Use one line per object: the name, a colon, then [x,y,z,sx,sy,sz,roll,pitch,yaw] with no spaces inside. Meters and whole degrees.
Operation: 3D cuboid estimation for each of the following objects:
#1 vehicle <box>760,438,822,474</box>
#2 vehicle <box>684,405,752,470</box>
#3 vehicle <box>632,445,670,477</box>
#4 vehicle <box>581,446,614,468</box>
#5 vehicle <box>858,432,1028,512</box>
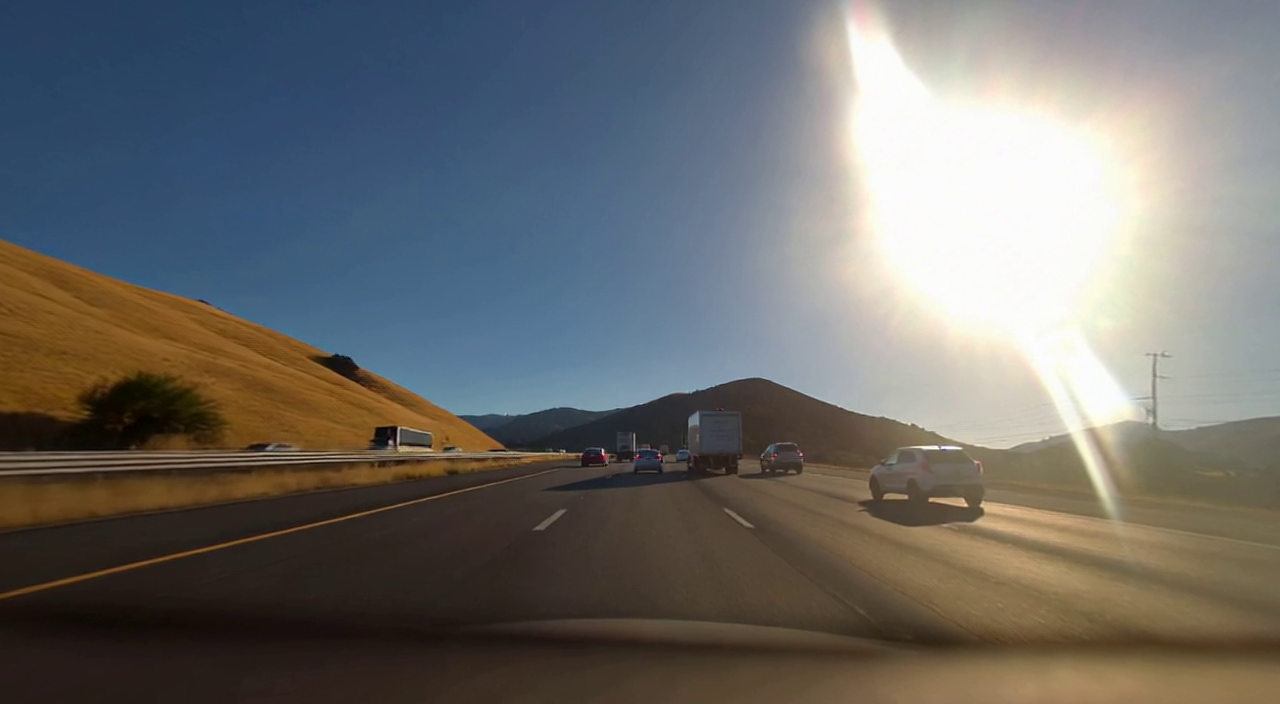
vehicle: [8.006,5.548,33.862,2.143,1.775,4.729,0,-9,0]
vehicle: [4.814,5.666,41.167,3.130,3.607,11.129,0,-9,1]
vehicle: [0.564,5.547,32.330,1.866,1.492,3.932,0,-9,1]
vehicle: [-3.080,7.739,46.600,2.132,1.506,4.256,0,-9,0]
vehicle: [7.241,2.902,15.694,2.044,1.676,4.421,0,-9,0]
